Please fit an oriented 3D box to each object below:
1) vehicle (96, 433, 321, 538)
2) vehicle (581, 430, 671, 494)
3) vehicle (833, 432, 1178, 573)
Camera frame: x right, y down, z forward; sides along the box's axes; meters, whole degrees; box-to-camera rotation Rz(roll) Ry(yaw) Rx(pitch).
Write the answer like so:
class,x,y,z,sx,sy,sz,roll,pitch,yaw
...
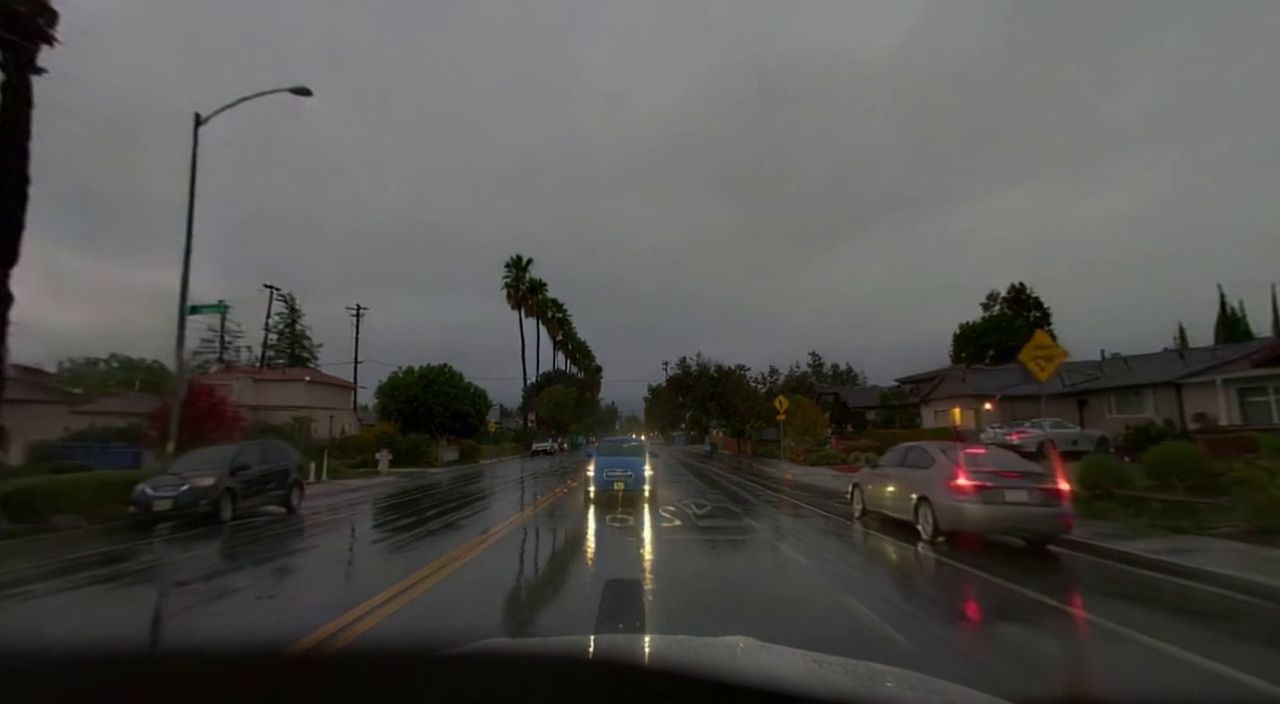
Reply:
class,x,y,z,sx,sy,sz,roll,pitch,yaw
vehicle,-8.688,2.631,13.287,1.945,1.666,4.107,-3,-6,-1
vehicle,-0.381,2.888,16.853,2.098,1.483,4.099,0,-9,-2
vehicle,4.773,2.030,9.512,2.013,1.501,5.235,0,-9,-1
